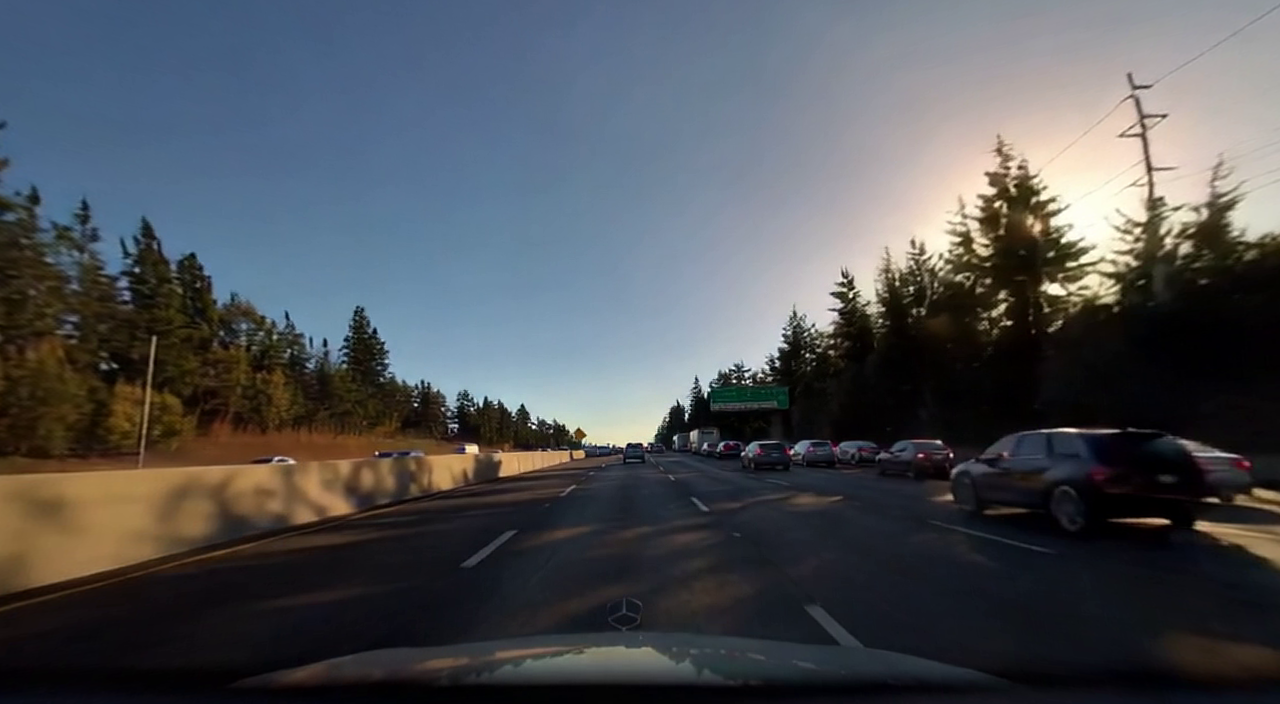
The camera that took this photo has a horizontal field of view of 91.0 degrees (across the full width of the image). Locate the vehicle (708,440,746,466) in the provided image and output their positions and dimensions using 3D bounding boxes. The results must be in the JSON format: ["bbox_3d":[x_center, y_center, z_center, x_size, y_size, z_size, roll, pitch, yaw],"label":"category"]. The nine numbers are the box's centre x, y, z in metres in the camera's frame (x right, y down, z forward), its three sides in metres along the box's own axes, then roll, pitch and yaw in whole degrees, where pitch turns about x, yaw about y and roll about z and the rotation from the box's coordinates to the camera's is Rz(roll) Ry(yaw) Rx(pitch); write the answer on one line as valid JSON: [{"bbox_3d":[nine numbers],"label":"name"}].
[{"bbox_3d":[6.325,7.413,46.330,2.011,1.737,4.286,0,-8,-2],"label":"vehicle"}]

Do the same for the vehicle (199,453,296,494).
[{"bbox_3d":[-18.883,5.824,30.547,1.925,1.810,4.318,0,-8,-1],"label":"vehicle"}]

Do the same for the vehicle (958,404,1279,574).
[{"bbox_3d":[6.705,1.742,8.809,2.066,1.739,4.493,0,-9,-1],"label":"vehicle"}]

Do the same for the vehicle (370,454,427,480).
[{"bbox_3d":[-15.579,7.427,40.868,1.835,1.504,4.605,0,-9,0],"label":"vehicle"}]

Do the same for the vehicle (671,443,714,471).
[{"bbox_3d":[2.985,6.061,36.514,1.948,1.476,4.691,0,-8,-2],"label":"vehicle"}]

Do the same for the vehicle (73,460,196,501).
[{"bbox_3d":[-23.024,5.841,28.940,1.884,1.625,4.540,0,-8,-1],"label":"vehicle"}]

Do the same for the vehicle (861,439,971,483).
[{"bbox_3d":[10.503,4.163,24.396,1.999,1.503,4.715,0,-8,-2],"label":"vehicle"}]

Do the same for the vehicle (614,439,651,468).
[{"bbox_3d":[-0.491,6.633,41.341,2.314,1.796,4.254,0,-8,-1],"label":"vehicle"}]

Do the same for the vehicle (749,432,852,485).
[{"bbox_3d":[5.987,4.048,24.219,2.145,1.822,4.791,1,-9,-7],"label":"vehicle"}]
